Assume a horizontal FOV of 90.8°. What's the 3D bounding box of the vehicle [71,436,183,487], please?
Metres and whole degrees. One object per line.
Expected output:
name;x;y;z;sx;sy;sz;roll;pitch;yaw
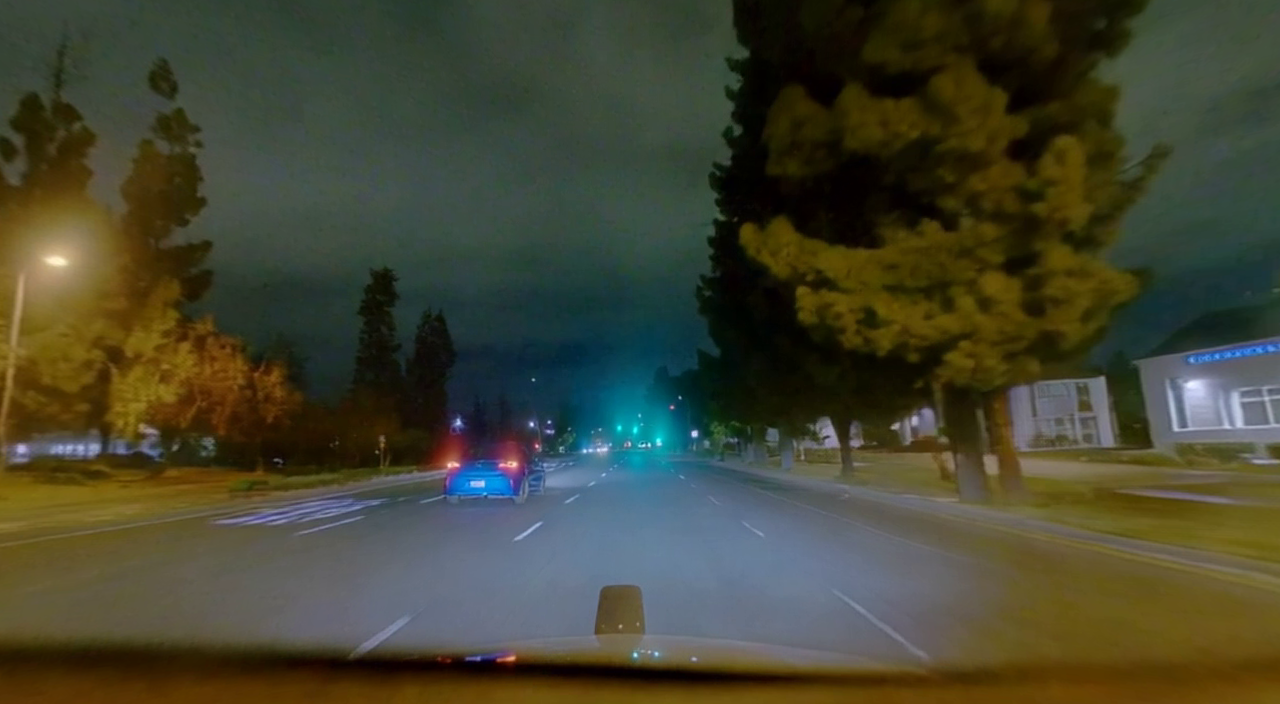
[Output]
vehicle;-26.154;5.580;32.368;3.358;2.439;2.686;1;-8;-7

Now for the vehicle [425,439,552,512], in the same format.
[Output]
vehicle;-3.450;2.876;15.248;2.005;1.477;4.169;0;-8;0
